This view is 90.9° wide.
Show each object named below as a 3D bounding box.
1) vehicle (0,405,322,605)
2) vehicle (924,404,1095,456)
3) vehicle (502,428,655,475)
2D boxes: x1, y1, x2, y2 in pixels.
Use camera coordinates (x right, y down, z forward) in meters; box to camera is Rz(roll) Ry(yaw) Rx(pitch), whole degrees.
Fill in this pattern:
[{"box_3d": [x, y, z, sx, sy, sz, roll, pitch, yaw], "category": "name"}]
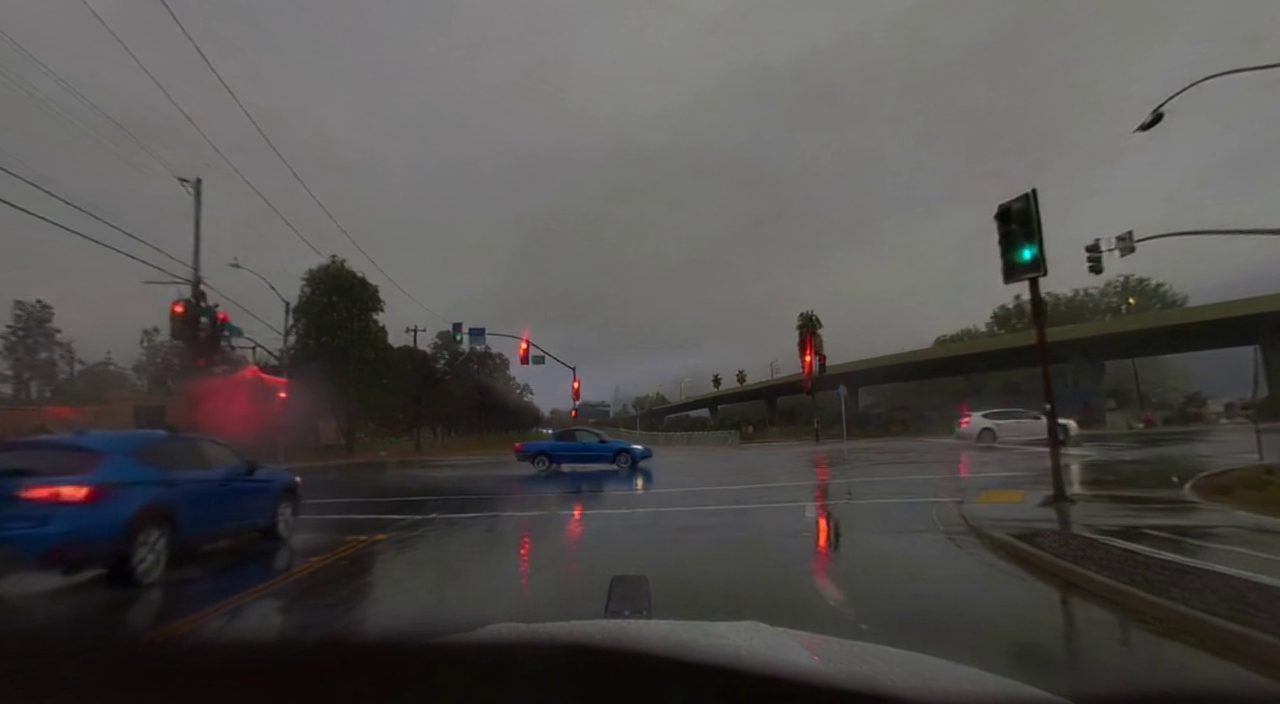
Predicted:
[{"box_3d": [-6.051, 1.686, 7.871, 1.928, 1.726, 4.704, 0, -9, -3], "category": "vehicle"}, {"box_3d": [12.523, 2.691, 21.594, 4.636, 1.668, 1.935, 0, -9, -3], "category": "vehicle"}, {"box_3d": [-1.979, 3.247, 20.668, 4.757, 1.442, 1.858, 0, -8, -4], "category": "vehicle"}]
